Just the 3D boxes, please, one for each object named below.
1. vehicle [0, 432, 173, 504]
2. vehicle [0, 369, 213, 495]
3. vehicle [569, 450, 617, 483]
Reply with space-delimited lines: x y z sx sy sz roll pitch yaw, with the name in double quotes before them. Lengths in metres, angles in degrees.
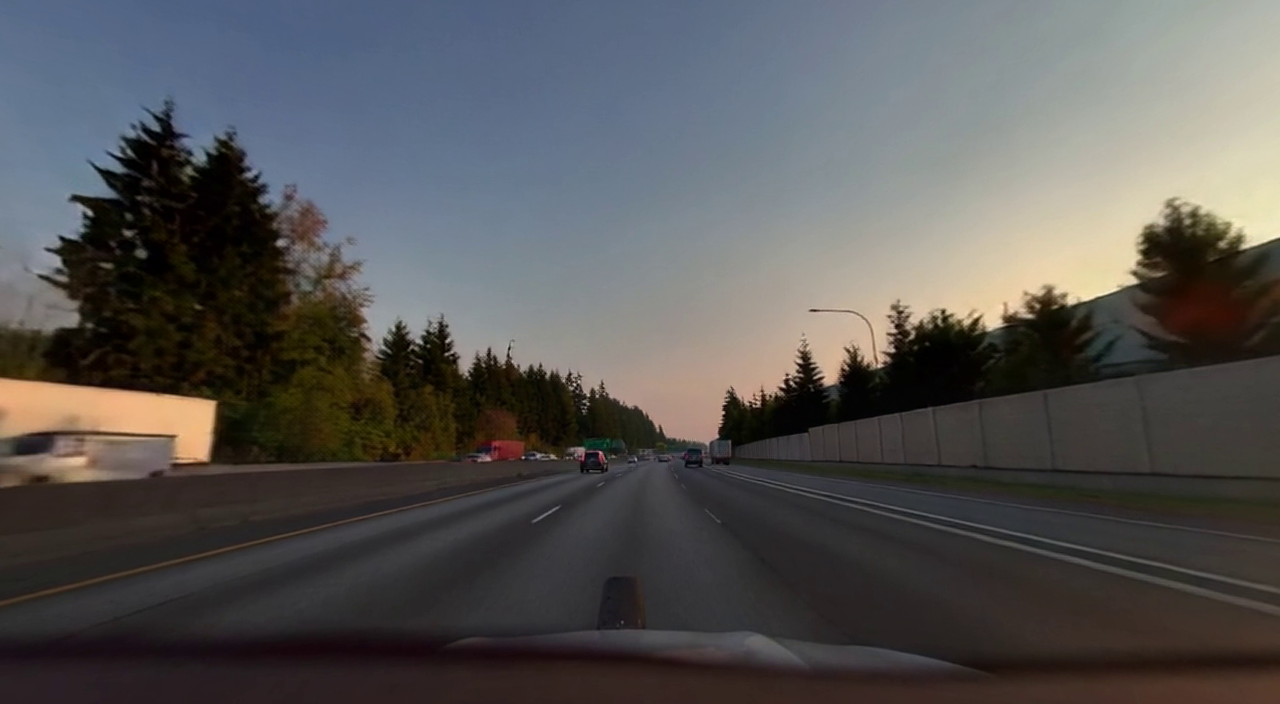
"vehicle" -17.821 3.602 19.954 2.095 1.943 5.068 0 -9 1
"vehicle" -21.915 2.943 22.540 3.072 4.005 14.020 -1 -9 2
"vehicle" -2.260 5.642 31.405 2.035 1.513 4.272 0 -9 0
